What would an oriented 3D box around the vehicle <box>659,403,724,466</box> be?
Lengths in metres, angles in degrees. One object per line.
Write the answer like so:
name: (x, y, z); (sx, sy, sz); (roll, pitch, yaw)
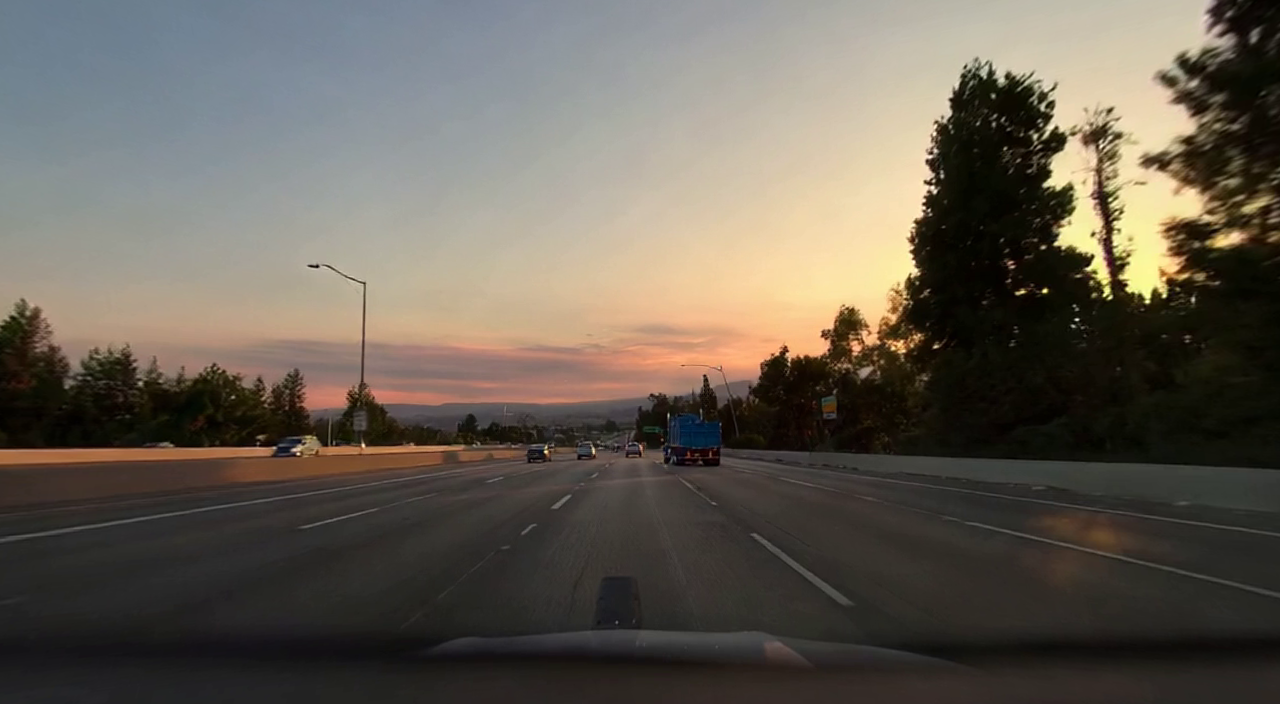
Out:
vehicle: (3.087, 5.515, 41.407); (2.966, 3.586, 10.563); (0, -9, -2)
